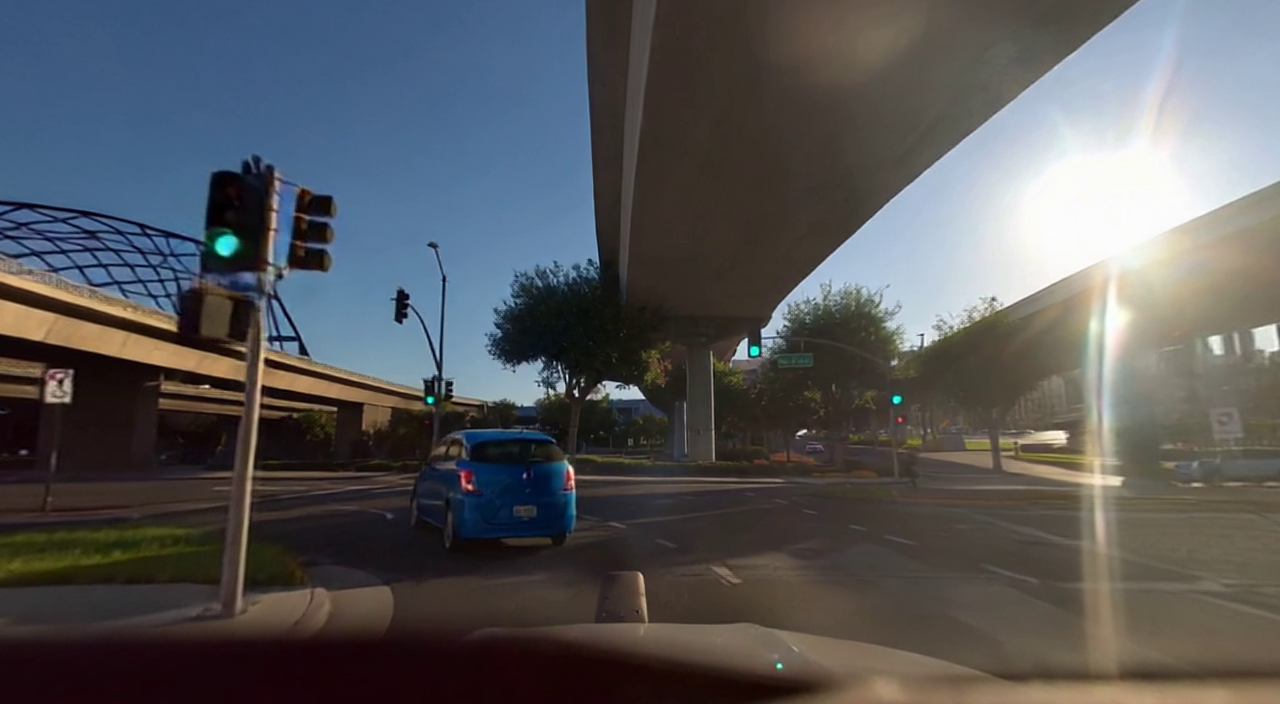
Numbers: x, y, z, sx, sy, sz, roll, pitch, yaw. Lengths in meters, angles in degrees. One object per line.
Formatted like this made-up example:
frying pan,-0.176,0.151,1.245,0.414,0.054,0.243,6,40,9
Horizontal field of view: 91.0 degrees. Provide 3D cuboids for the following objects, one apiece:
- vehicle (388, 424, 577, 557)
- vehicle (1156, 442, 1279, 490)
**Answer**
vehicle,-2.606,1.995,9.747,1.976,1.584,3.772,5,-10,-27
vehicle,22.432,4.253,23.631,4.345,1.672,1.973,0,-9,1
